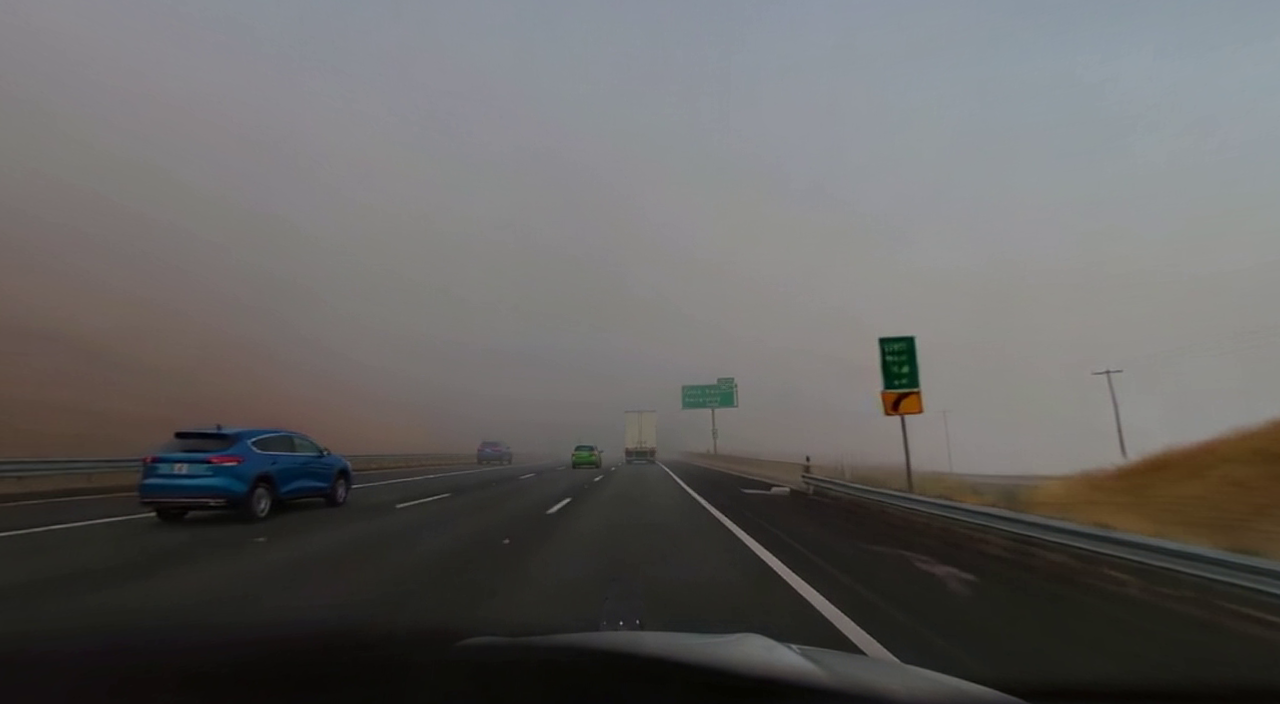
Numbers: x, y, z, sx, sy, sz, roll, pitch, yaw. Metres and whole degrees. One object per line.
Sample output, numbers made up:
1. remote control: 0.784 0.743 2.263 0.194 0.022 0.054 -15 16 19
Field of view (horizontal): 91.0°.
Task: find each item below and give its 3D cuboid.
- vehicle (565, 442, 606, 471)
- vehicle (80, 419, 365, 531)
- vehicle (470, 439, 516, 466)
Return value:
1. vehicle: -3.445 6.801 41.037 2.194 1.725 4.698 1 -9 1
2. vehicle: -7.450 2.259 12.077 2.098 1.678 4.822 1 -9 0
3. vehicle: -10.844 7.489 46.931 2.111 1.906 5.028 1 -9 1
